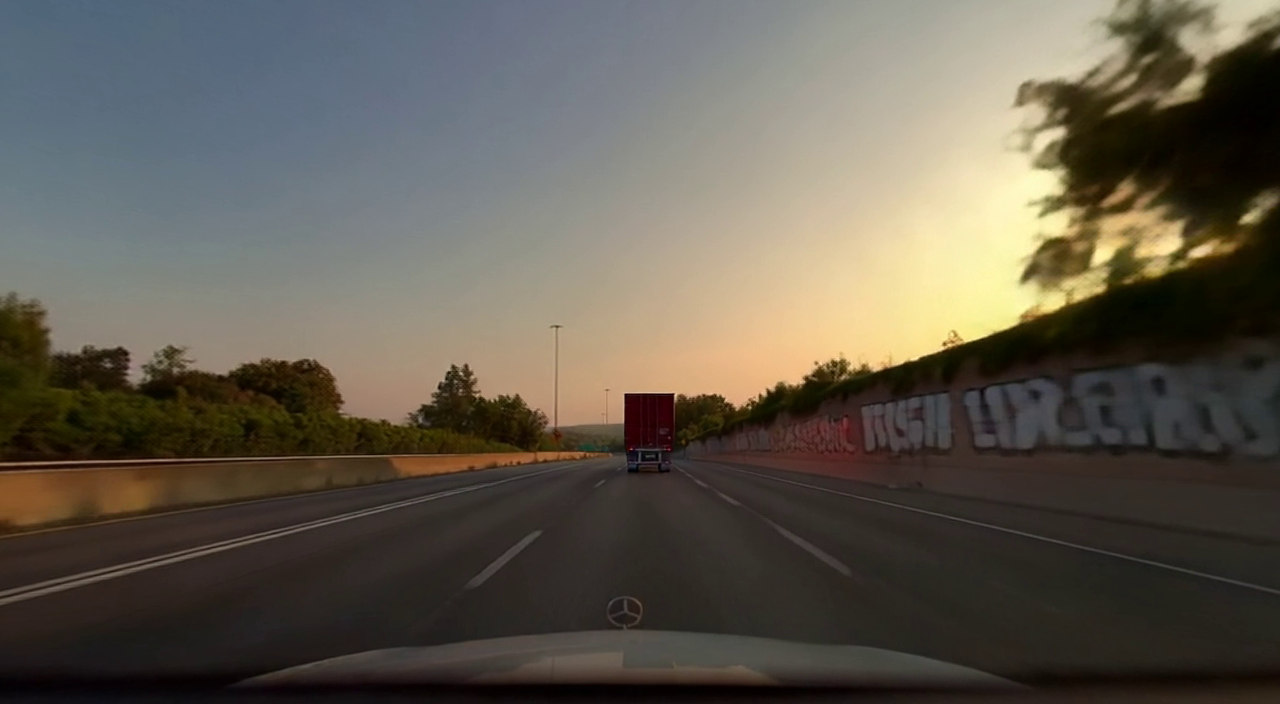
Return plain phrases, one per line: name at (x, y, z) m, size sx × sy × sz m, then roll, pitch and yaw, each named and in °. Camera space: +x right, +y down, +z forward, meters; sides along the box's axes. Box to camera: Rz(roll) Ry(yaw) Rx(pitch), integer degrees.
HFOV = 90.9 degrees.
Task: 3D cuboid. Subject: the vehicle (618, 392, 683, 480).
vehicle at (0.406, 4.573, 33.644) m, size 2.900 × 3.955 × 10.151 m, roll 0°, pitch -9°, yaw -1°
